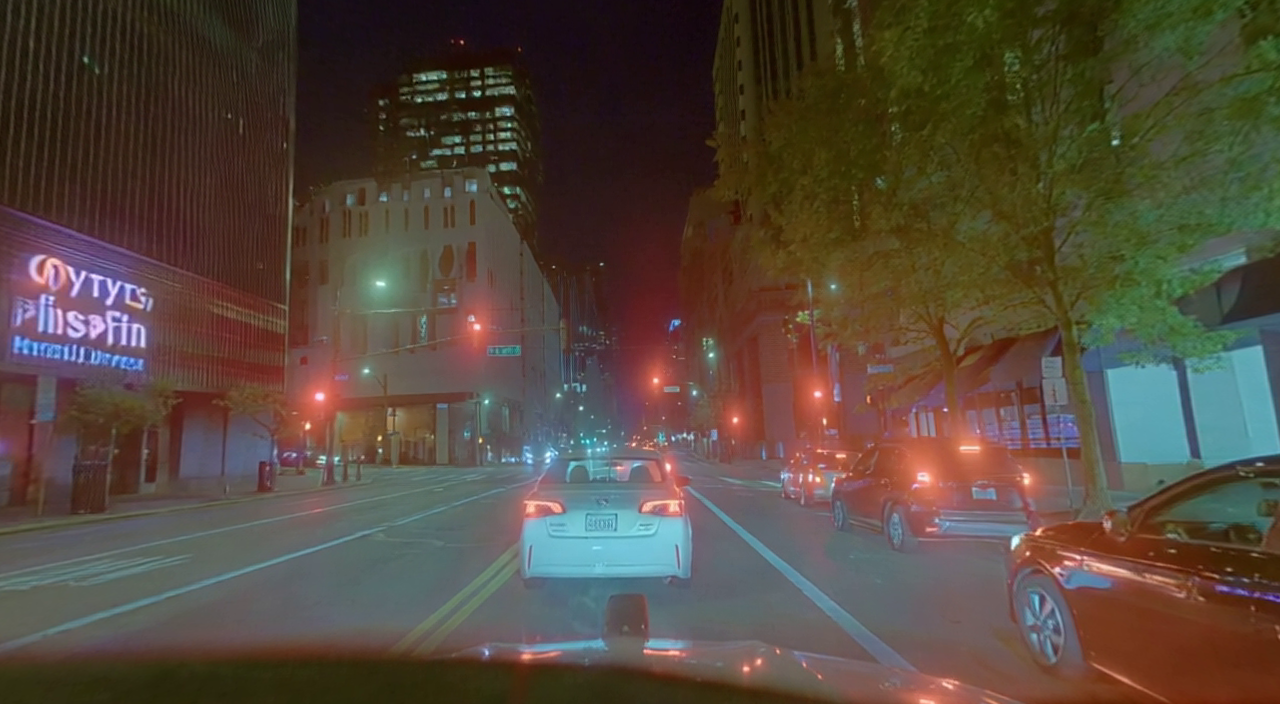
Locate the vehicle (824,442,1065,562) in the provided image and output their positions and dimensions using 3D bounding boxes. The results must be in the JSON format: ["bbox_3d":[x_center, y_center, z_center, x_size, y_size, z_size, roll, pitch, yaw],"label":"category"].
[{"bbox_3d":[4.564,2.264,10.421,1.912,1.505,4.618,-1,-8,3],"label":"vehicle"}]

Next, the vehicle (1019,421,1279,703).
[{"bbox_3d":[3.177,0.827,1.109,2.006,1.496,4.767,0,-9,-1],"label":"vehicle"}]

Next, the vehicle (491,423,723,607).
[{"bbox_3d":[-0.285,1.607,7.076,1.888,1.489,3.703,0,-8,-1],"label":"vehicle"}]
